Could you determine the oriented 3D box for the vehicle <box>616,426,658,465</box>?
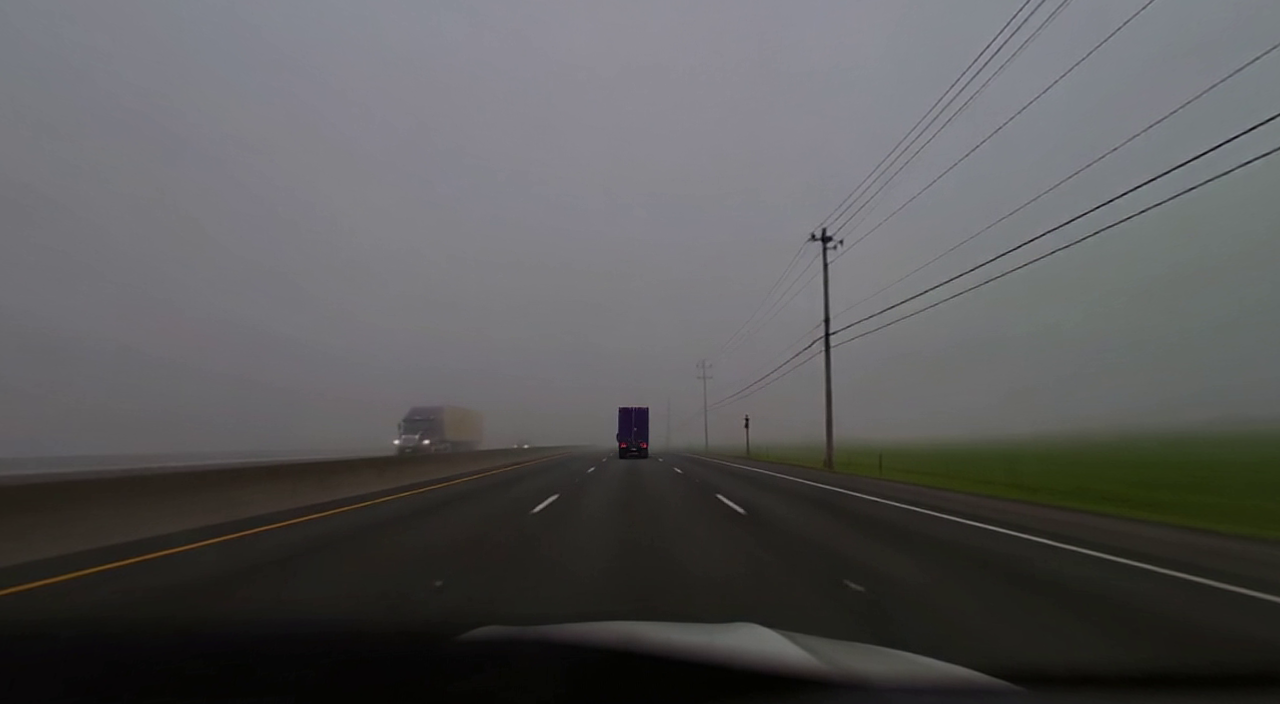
[{"bbox_3d":[-0.248,5.388,36.387,2.240,2.129,4.480,0,-8,-2],"label":"vehicle"}]
